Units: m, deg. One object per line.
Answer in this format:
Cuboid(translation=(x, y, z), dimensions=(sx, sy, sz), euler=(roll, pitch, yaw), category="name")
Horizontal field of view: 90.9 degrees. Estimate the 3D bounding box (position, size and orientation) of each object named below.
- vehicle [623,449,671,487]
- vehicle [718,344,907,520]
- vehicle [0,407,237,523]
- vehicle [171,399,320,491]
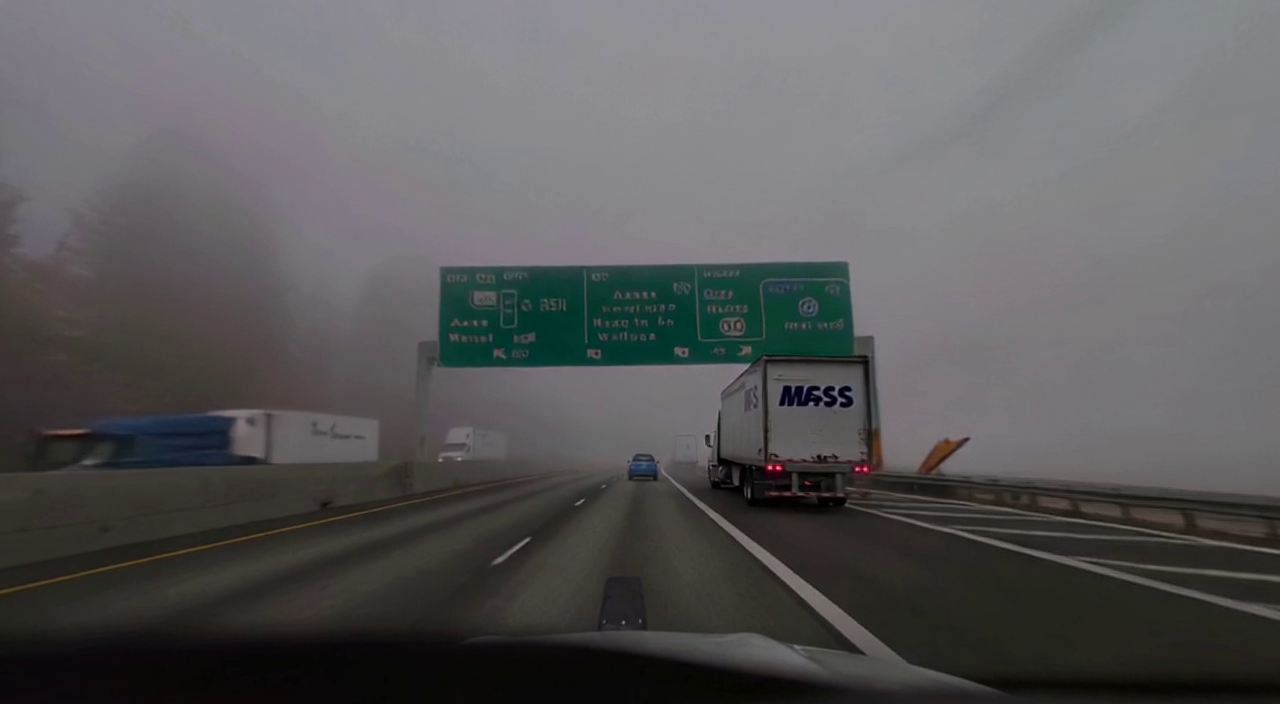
Cuboid(translation=(0.358, 5.492, 30.137), dimensions=(2.121, 1.642, 3.828), euler=(0, -9, 1), category="vehicle")
Cuboid(translation=(4.873, 2.939, 21.863), dimensions=(3.002, 4.104, 14.174), euler=(0, -9, 2), category="vehicle")
Cuboid(translation=(-13.728, 2.896, 16.594), dimensions=(2.348, 2.494, 5.681), euler=(0, -9, 1), category="vehicle")
Cuboid(translation=(-18.210, 4.387, 29.668), dimensions=(2.986, 3.895, 5.845), euler=(0, -9, 0), category="vehicle")
